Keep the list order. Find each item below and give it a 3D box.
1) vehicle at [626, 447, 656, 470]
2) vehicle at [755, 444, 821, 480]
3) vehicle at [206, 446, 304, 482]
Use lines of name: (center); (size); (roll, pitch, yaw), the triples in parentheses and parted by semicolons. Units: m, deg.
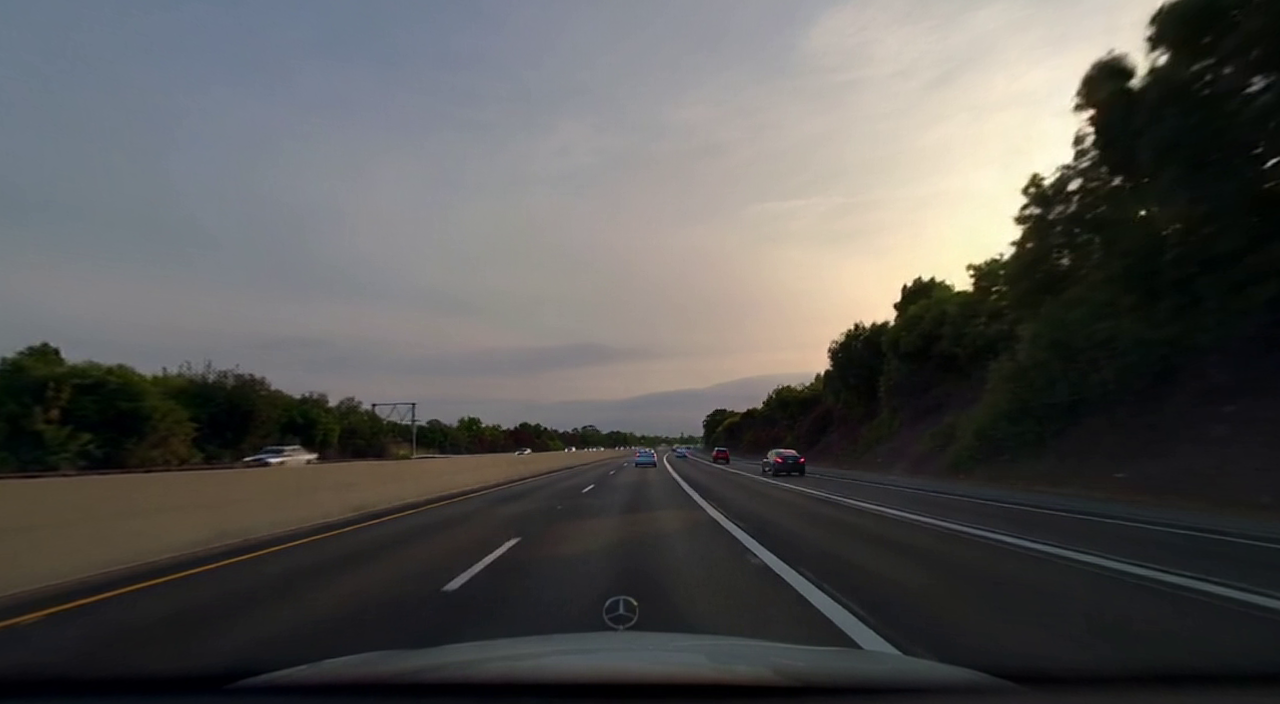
vehicle: (0.077, 7.513, 44.512); (2.025, 1.526, 4.181); (0, -9, 0)
vehicle: (6.947, 5.214, 29.949); (2.008, 1.533, 4.592); (0, -9, -1)
vehicle: (-19.324, 5.613, 31.755); (1.955, 1.678, 4.699); (0, -9, 0)
